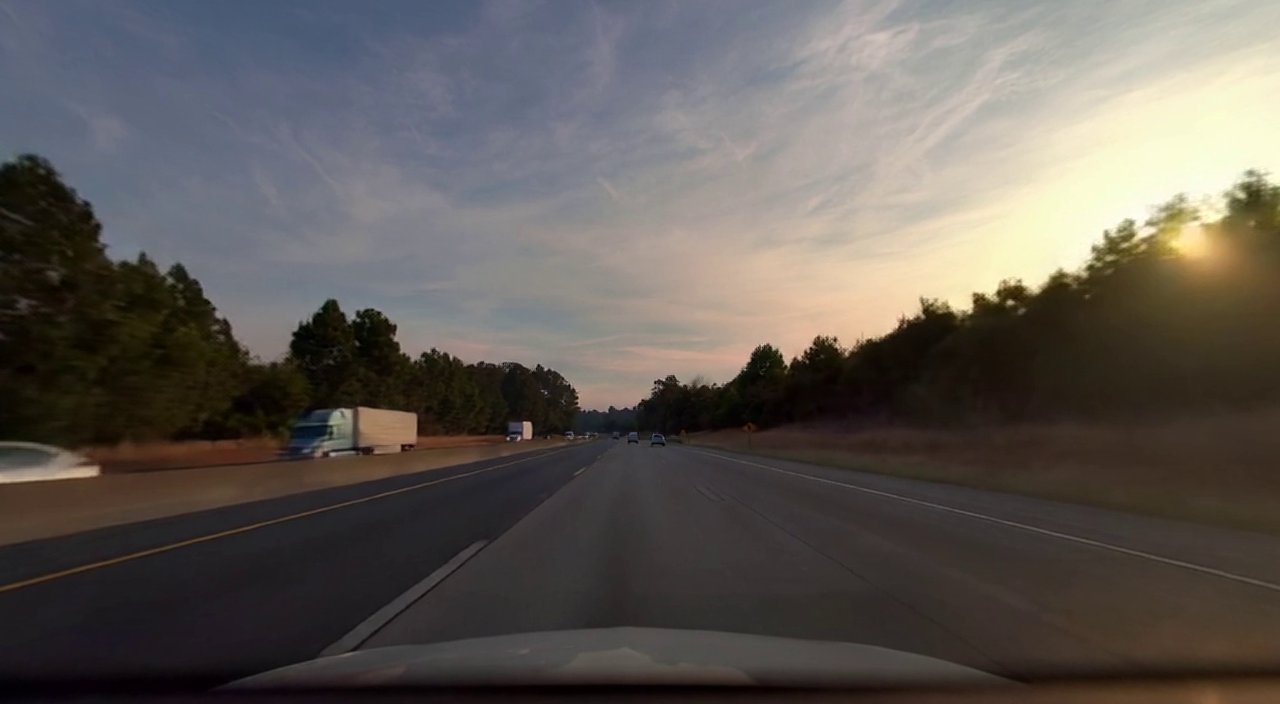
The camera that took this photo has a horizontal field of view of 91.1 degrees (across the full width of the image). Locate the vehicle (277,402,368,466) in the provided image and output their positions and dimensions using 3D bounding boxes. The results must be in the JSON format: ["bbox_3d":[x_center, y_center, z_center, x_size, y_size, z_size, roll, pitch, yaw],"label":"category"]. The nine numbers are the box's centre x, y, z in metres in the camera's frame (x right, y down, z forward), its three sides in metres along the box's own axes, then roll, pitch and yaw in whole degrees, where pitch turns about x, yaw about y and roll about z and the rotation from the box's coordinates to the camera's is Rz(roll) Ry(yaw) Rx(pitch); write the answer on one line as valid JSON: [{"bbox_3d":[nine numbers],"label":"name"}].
[{"bbox_3d":[-21.265,5.550,42.592,3.028,4.008,5.961,0,-8,-1],"label":"vehicle"}]
